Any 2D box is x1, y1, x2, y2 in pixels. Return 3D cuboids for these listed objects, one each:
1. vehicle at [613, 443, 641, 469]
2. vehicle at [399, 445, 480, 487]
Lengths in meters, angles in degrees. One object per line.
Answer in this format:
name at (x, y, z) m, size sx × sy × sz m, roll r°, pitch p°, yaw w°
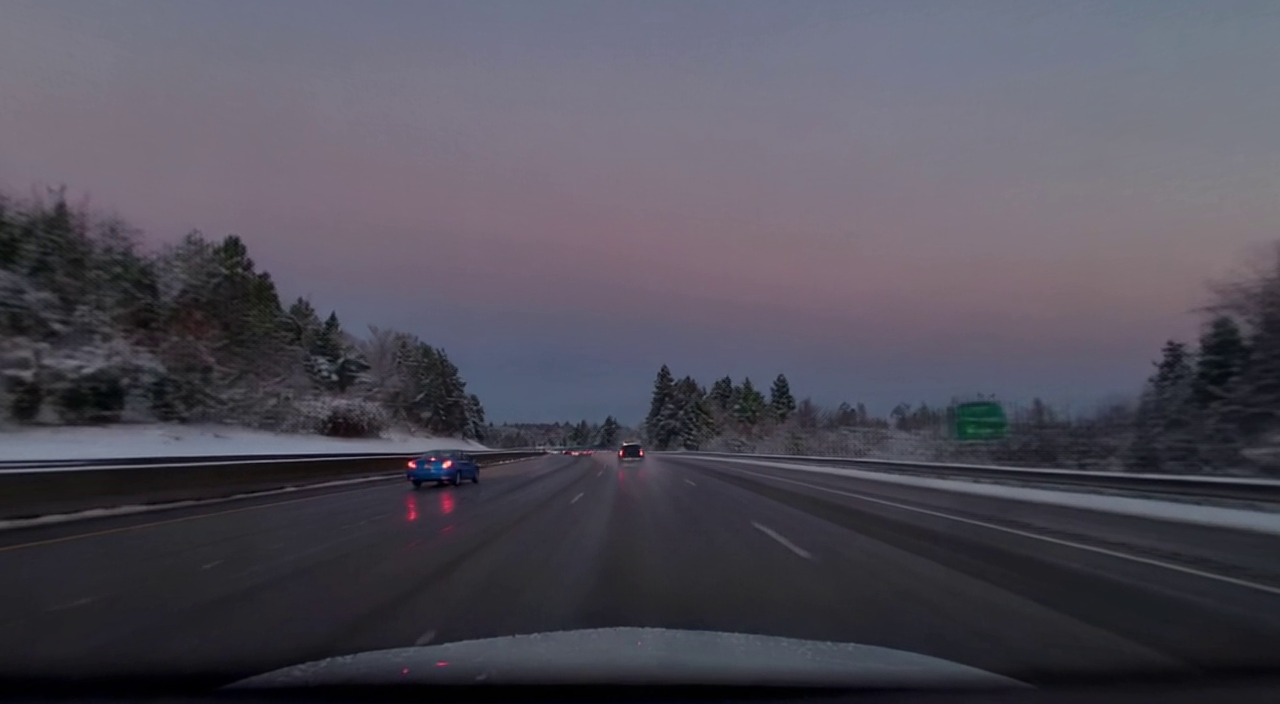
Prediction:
vehicle at (-1.044, 8.021, 48.863) m, size 1.990 × 1.878 × 4.079 m, roll 0°, pitch -9°, yaw -3°
vehicle at (-7.694, 4.388, 24.677) m, size 1.915 × 1.479 × 3.843 m, roll 0°, pitch -9°, yaw -1°
